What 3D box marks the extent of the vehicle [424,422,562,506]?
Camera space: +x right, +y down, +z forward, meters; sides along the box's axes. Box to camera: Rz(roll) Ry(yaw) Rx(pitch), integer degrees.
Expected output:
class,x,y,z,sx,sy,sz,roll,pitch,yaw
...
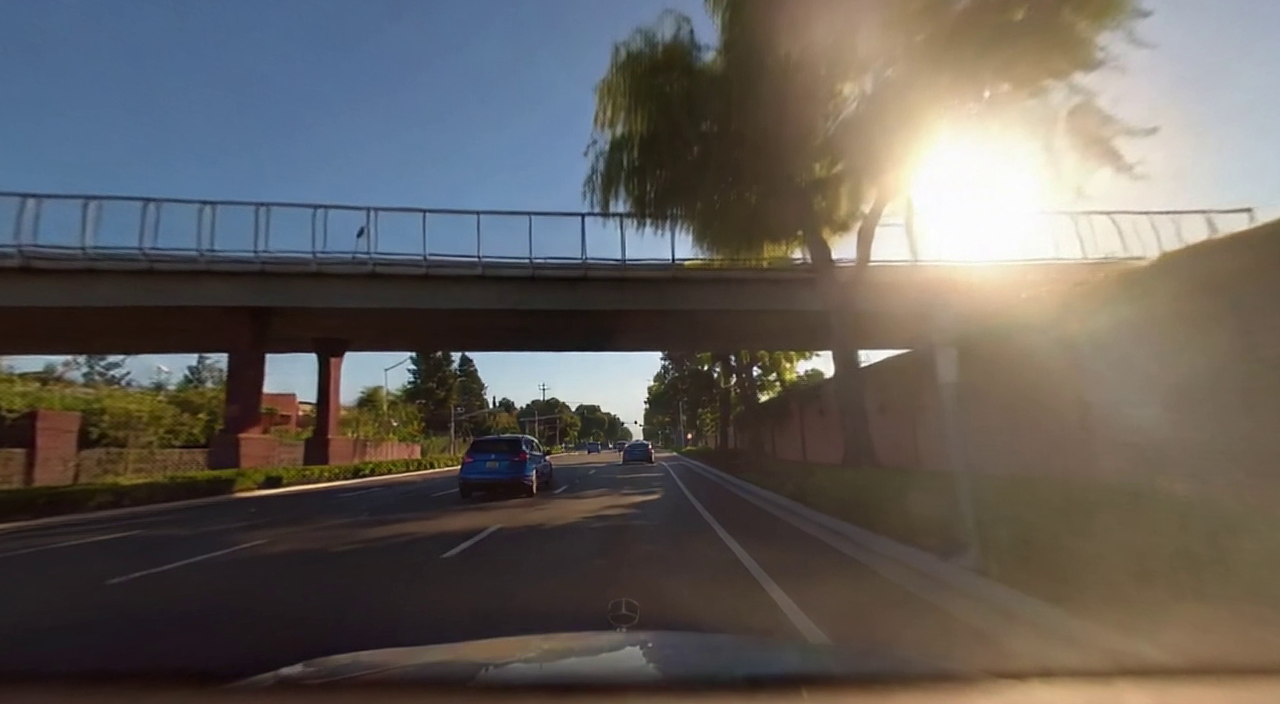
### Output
class,x,y,z,sx,sy,sz,roll,pitch,yaw
vehicle,-3.432,2.729,15.847,2.223,1.771,4.581,0,-8,2

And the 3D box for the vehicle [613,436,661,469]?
class,x,y,z,sx,sy,sz,roll,pitch,yaw
vehicle,-0.142,4.955,31.257,2.205,1.509,4.272,0,-8,-1
